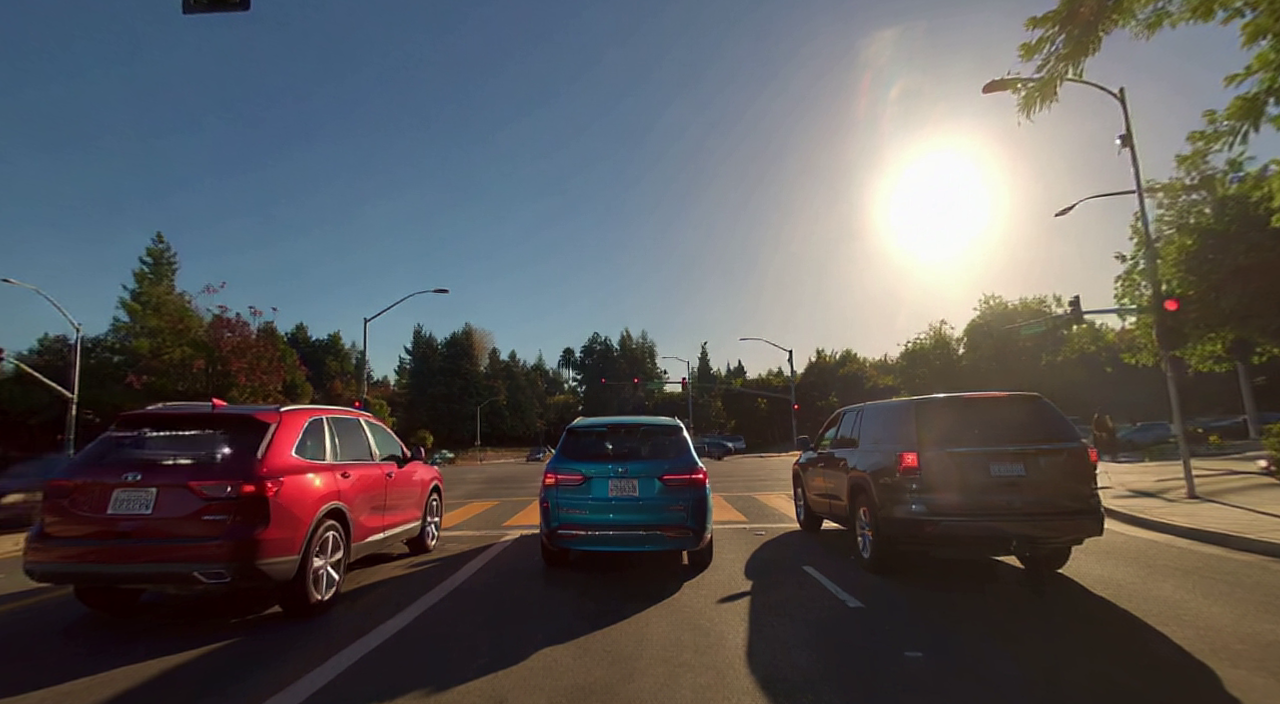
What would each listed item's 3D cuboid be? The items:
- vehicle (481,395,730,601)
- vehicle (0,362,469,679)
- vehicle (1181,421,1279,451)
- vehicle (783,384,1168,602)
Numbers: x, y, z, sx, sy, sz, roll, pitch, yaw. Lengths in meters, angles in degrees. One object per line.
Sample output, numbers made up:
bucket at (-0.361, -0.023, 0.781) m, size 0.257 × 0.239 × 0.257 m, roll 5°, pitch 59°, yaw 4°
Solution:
vehicle at (-0.239, 1.512, 7.319) m, size 2.067 × 1.702 × 3.987 m, roll 0°, pitch -8°, yaw 2°
vehicle at (-3.281, 1.283, 5.895) m, size 2.047 × 1.810 × 4.414 m, roll 0°, pitch -8°, yaw 1°
vehicle at (32.788, 4.654, 34.762) m, size 4.175 × 1.634 × 1.877 m, roll 1°, pitch -8°, yaw -4°
vehicle at (3.272, 1.486, 7.510) m, size 2.083 × 1.779 × 4.532 m, roll 0°, pitch -8°, yaw 0°
